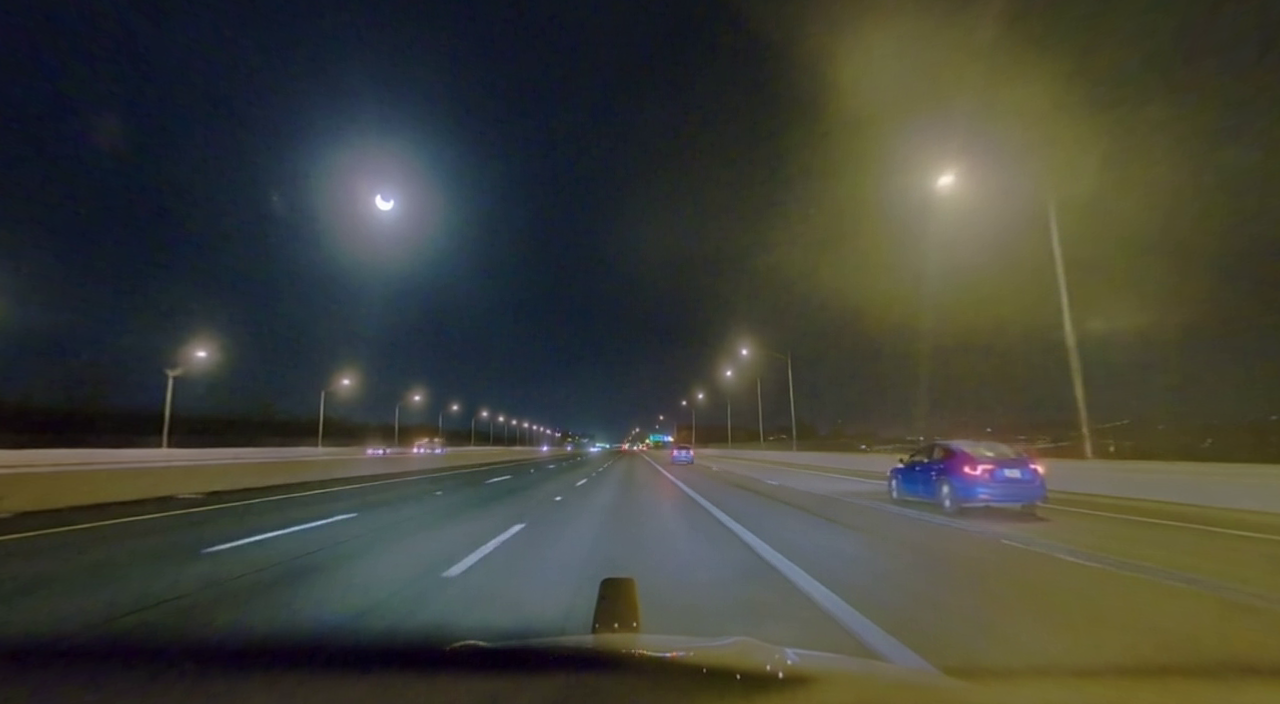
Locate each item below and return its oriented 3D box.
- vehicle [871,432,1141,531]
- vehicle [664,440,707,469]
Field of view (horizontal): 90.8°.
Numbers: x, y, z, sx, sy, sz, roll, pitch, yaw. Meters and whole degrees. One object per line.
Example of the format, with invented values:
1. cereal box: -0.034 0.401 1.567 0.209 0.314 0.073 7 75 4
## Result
1. vehicle: 6.690 2.408 12.493 2.227 1.522 5.041 0 -8 -1
2. vehicle: 2.675 6.160 38.085 2.270 1.615 3.770 0 -8 -1
